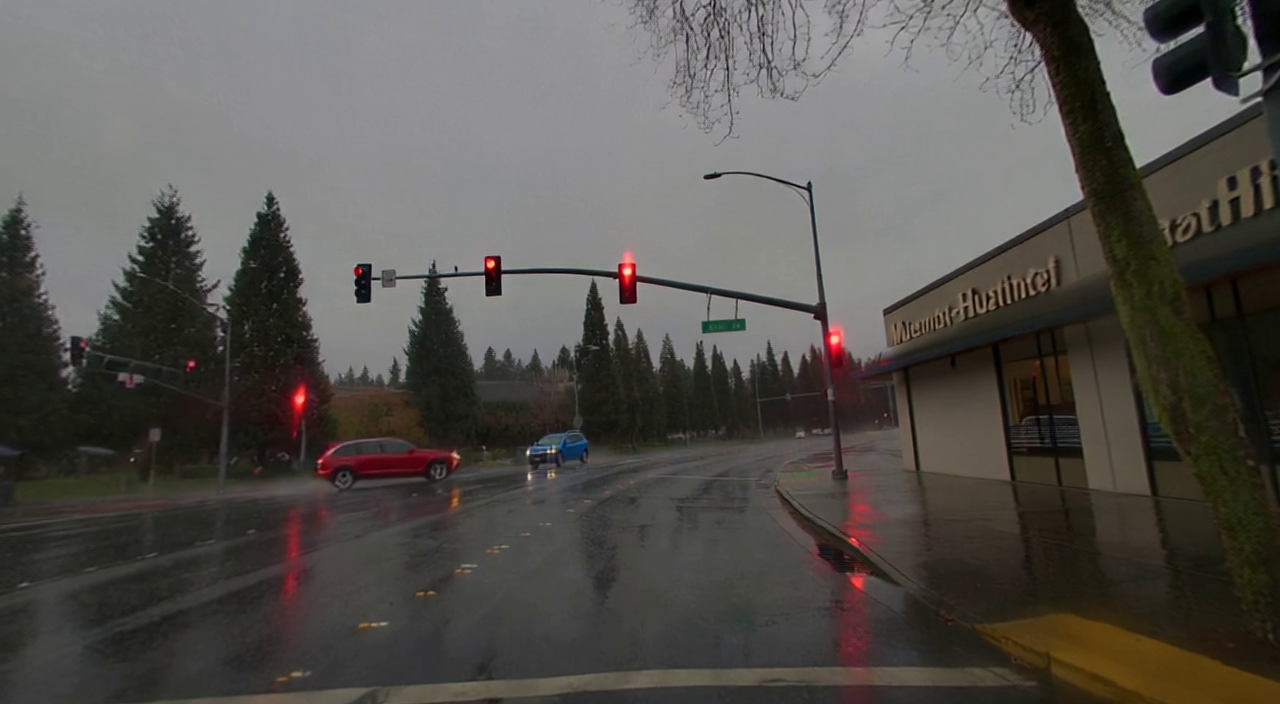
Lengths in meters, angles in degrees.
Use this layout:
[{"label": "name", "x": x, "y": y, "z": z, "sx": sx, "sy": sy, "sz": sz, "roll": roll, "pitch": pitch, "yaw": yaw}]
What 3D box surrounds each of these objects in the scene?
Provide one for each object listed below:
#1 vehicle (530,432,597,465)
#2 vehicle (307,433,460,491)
[{"label": "vehicle", "x": -4.452, "y": 5.752, "z": 37.727, "sx": 2.244, "sy": 1.792, "sz": 4.648, "roll": -3, "pitch": -9, "yaw": 17}, {"label": "vehicle", "x": -8.865, "y": 3.841, "z": 22.317, "sx": 4.715, "sy": 1.745, "sz": 2.026, "roll": 0, "pitch": -9, "yaw": -14}]
